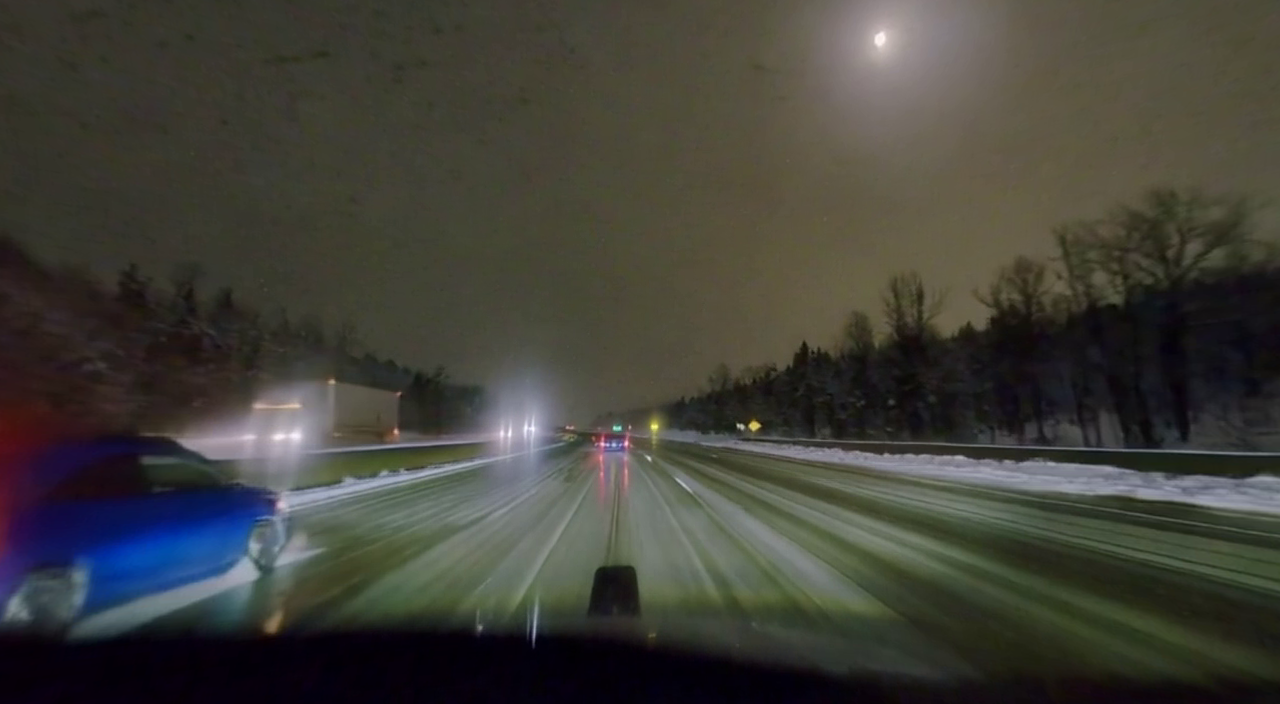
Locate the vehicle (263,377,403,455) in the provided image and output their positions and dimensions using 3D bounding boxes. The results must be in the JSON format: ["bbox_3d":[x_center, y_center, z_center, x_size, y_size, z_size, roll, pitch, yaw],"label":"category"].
[{"bbox_3d":[-17.700,4.017,37.780,2.982,3.955,11.838,0,-8,-3],"label":"vehicle"}]

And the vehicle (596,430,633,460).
[{"bbox_3d":[-1.461,5.220,35.612,1.997,1.589,4.179,0,-8,-3],"label":"vehicle"}]

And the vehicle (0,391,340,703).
[{"bbox_3d":[-4.085,1.072,3.781,2.141,1.534,5.099,0,-8,-1],"label":"vehicle"}]
